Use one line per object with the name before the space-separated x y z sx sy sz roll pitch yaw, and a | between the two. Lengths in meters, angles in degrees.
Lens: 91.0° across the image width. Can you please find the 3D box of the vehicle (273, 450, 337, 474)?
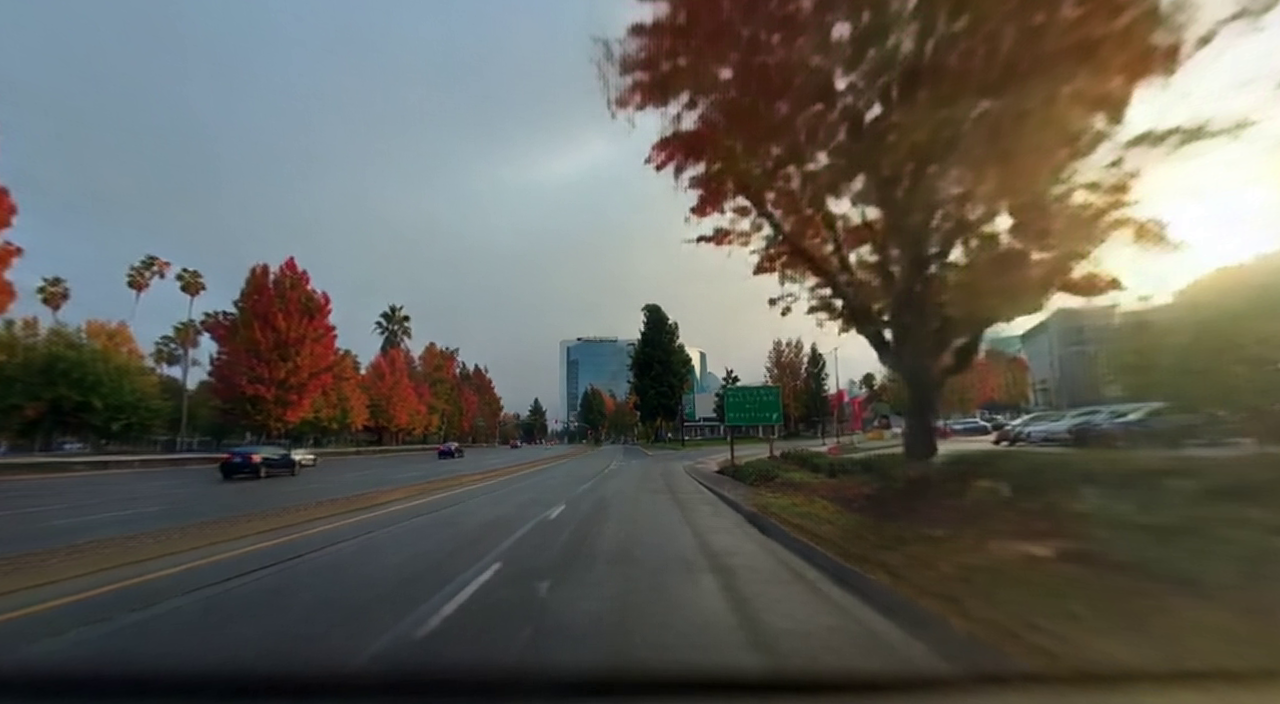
vehicle | -22.863 7.477 43.151 1.903 1.510 4.569 0 -9 0

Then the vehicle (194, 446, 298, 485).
vehicle | -18.844 5.410 30.432 2.086 1.706 4.412 0 -9 1
